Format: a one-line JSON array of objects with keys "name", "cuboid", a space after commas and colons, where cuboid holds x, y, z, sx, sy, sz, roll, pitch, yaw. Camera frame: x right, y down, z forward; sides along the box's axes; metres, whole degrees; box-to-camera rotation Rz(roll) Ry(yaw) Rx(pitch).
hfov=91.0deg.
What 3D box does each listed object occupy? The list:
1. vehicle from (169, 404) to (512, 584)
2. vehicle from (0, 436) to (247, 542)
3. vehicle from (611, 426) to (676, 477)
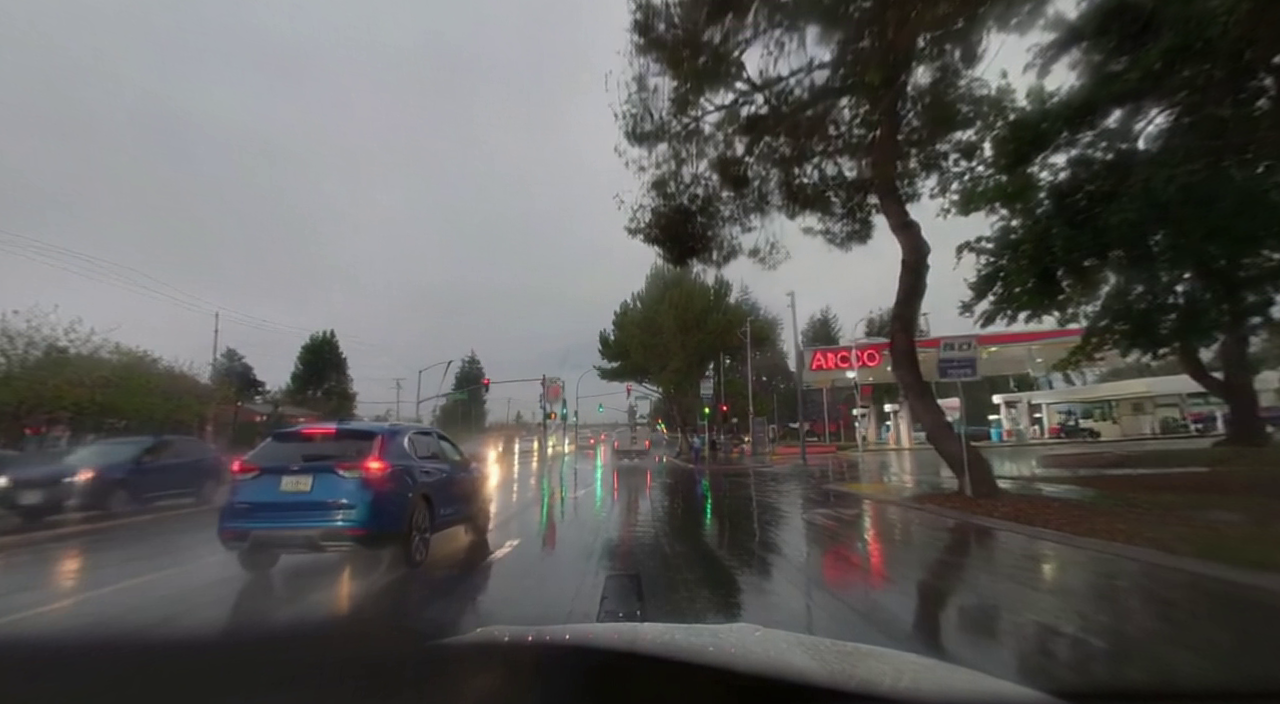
[{"name": "vehicle", "cuboid": [-3.424, 1.732, 8.651, 2.247, 1.734, 4.919, 0, -8, 1]}, {"name": "vehicle", "cuboid": [-9.915, 2.545, 12.414, 1.943, 1.643, 4.167, -1, -8, -6]}, {"name": "vehicle", "cuboid": [0.094, 4.320, 27.545, 2.552, 1.999, 5.498, 0, -8, -1]}]
